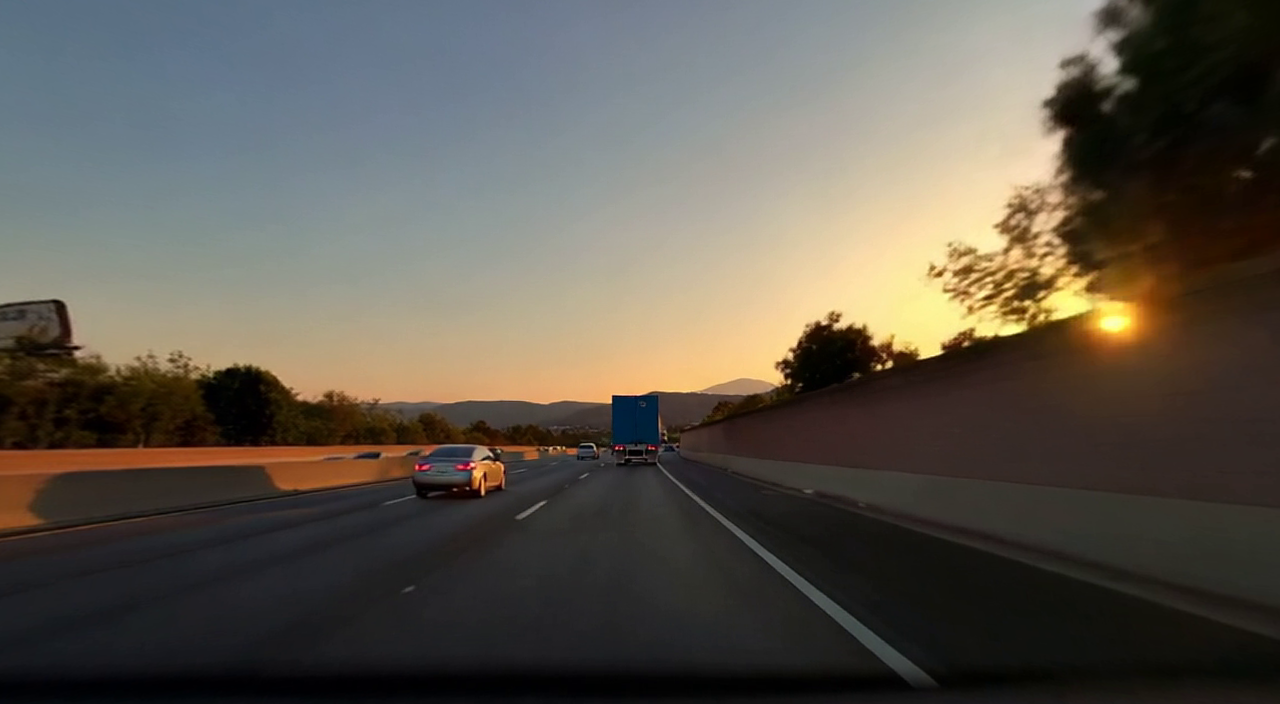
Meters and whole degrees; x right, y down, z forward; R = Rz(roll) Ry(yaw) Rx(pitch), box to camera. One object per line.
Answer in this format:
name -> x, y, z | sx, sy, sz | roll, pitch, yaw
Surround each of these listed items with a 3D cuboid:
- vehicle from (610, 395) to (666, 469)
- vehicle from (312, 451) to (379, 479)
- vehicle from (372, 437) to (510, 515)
vehicle -> -0.166, 5.301, 40.384 | 3.123, 4.094, 10.812 | 0, -9, -1
vehicle -> -17.286, 6.645, 37.069 | 1.864, 1.503, 4.270 | 0, -9, 0
vehicle -> -4.330, 2.746, 14.317 | 1.895, 1.500, 3.808 | 0, -9, 0
